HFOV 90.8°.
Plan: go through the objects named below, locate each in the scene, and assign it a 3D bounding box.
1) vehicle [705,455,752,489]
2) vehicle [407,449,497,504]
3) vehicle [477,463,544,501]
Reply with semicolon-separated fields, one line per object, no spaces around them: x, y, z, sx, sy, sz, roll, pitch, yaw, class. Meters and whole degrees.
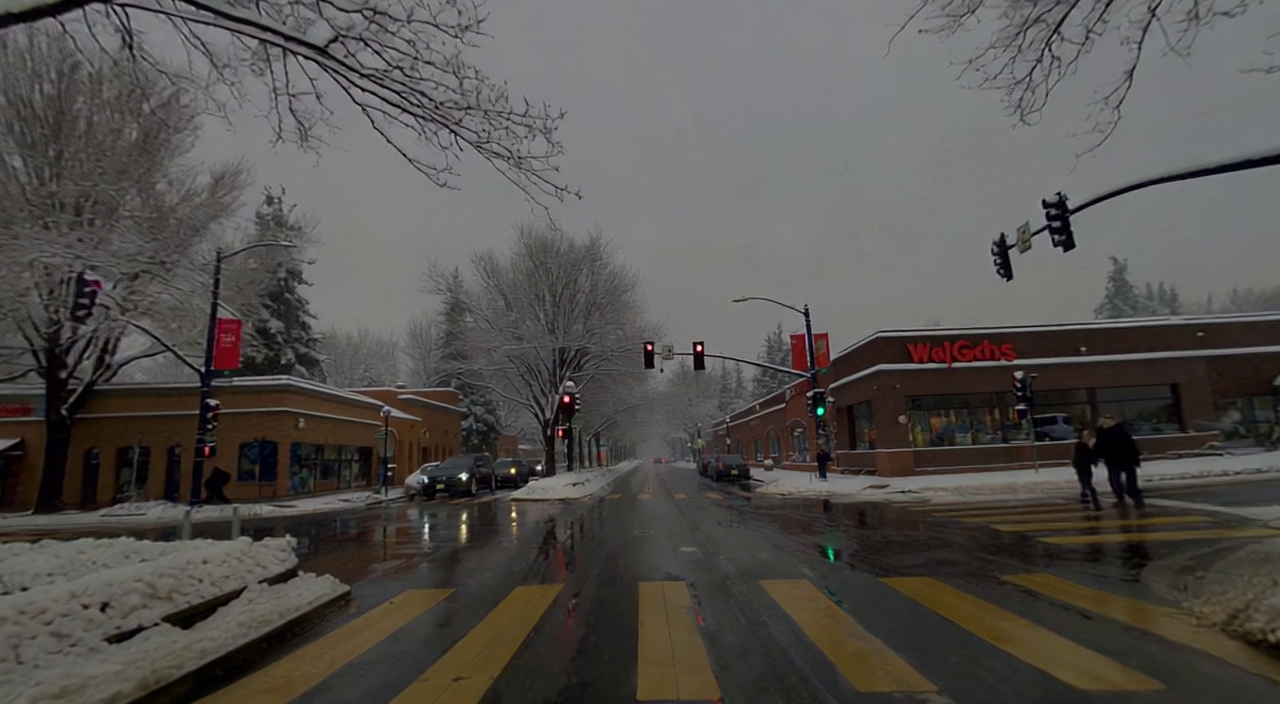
5.198;7.098;37.714;2.010;1.844;4.386;0;-8;-2;vehicle
-8.809;5.852;30.321;2.489;2.323;5.843;0;-8;1;vehicle
-5.746;5.822;28.627;1.983;1.438;4.559;0;-8;1;vehicle
